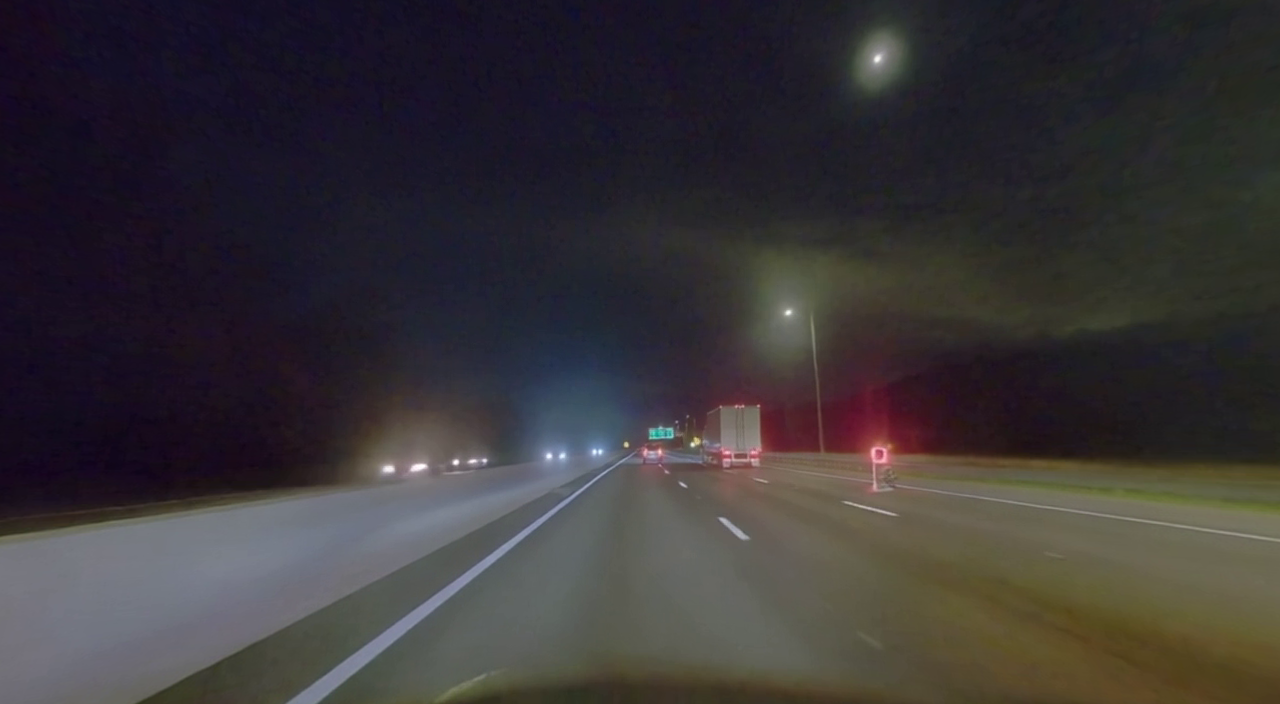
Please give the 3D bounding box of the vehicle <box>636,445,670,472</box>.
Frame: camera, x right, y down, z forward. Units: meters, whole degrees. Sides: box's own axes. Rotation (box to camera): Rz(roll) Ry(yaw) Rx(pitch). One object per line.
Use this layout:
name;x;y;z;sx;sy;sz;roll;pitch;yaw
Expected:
vehicle;0.789;6.609;39.137;2.024;1.579;3.707;0;-9;0
